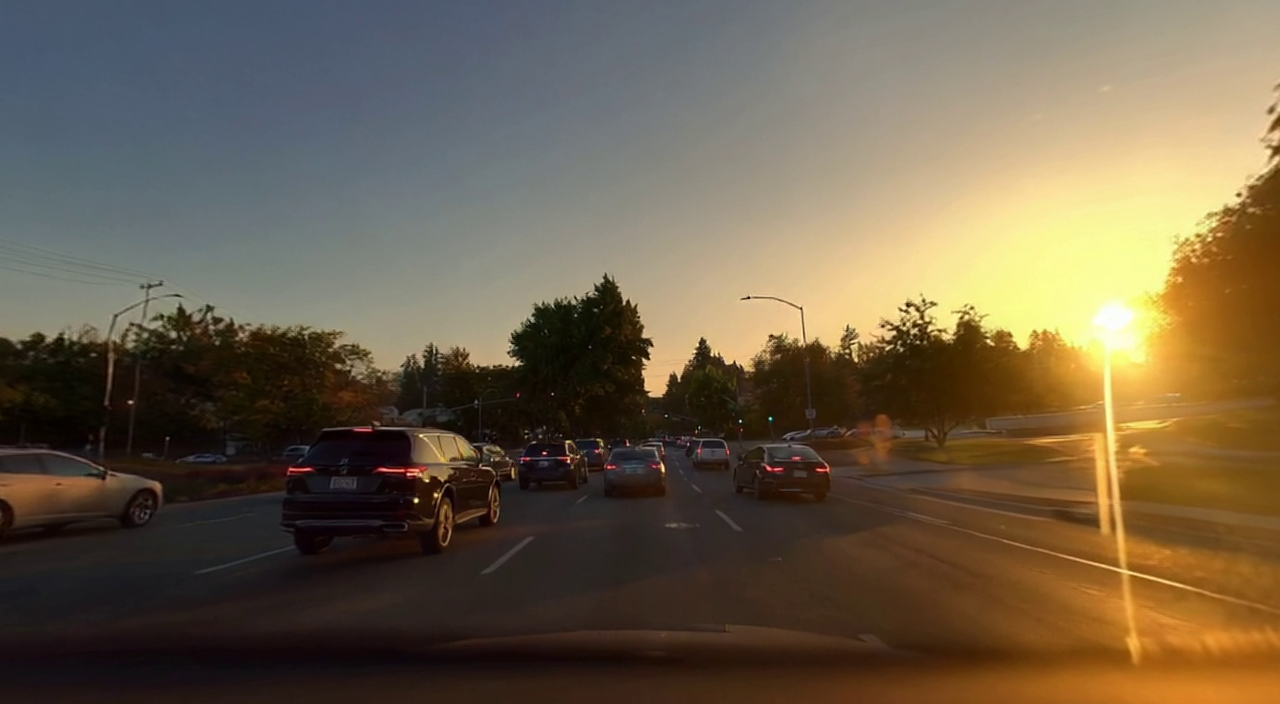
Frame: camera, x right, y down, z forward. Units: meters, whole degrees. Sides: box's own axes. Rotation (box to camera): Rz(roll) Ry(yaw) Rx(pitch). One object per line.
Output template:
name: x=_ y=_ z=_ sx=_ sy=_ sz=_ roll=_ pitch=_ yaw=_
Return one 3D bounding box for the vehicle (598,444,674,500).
vehicle: x=-0.086 y=3.536 z=19.119 sx=2.030 sy=1.477 sz=4.330 roll=0 pitch=-8 yaw=1

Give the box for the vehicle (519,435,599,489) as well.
vehicle: x=-2.935 y=4.129 z=24.023 sx=2.218 sy=1.829 sz=4.492 roll=-1 pitch=-8 yaw=3

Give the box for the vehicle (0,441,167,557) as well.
vehicle: x=-9.315 y=1.965 z=8.616 sx=2.146 sy=1.480 sz=4.589 roll=0 pitch=-8 yaw=0

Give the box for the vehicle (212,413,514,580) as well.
vehicle: x=-3.463 y=1.922 z=9.385 sx=2.111 sy=1.745 sz=5.274 roll=0 pitch=-8 yaw=0

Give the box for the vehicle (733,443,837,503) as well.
vehicle: x=3.894 y=3.311 z=17.758 sx=1.884 sy=1.463 sz=4.195 roll=0 pitch=-8 yaw=-1

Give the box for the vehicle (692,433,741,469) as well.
vehicle: x=4.119 y=5.450 z=34.836 sx=2.099 sy=1.845 sz=4.363 roll=0 pitch=-8 yaw=-1
